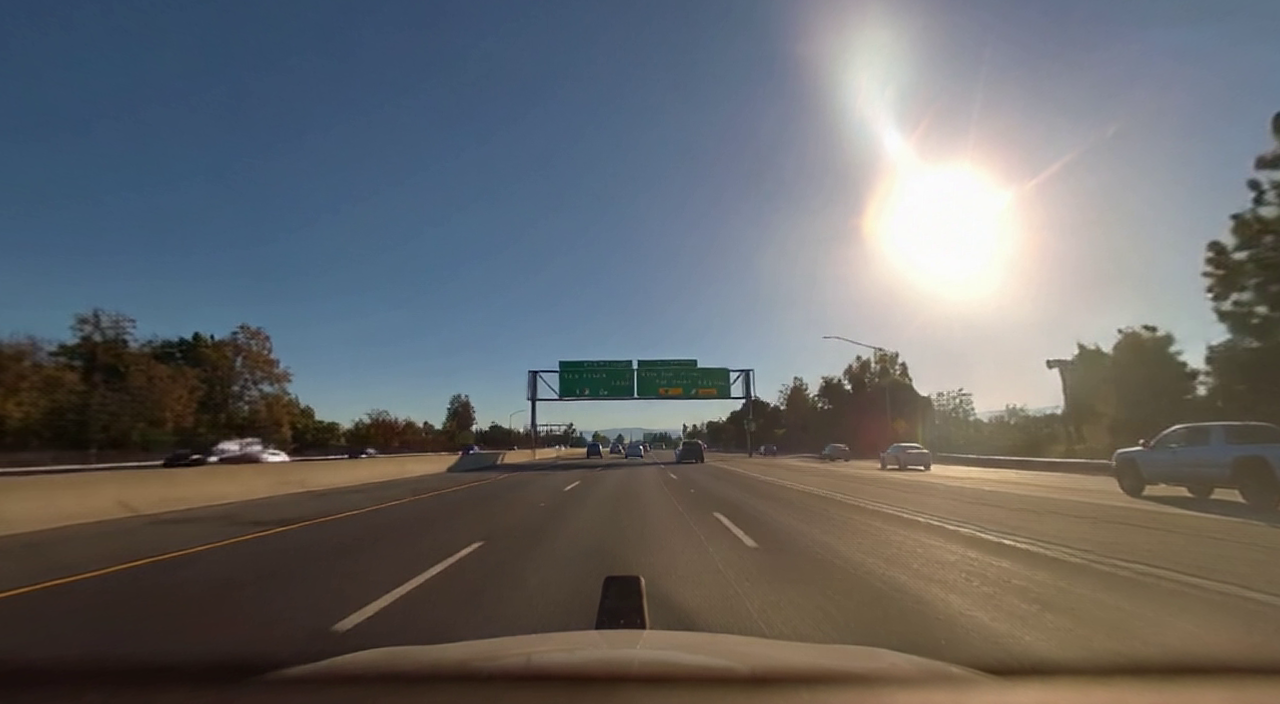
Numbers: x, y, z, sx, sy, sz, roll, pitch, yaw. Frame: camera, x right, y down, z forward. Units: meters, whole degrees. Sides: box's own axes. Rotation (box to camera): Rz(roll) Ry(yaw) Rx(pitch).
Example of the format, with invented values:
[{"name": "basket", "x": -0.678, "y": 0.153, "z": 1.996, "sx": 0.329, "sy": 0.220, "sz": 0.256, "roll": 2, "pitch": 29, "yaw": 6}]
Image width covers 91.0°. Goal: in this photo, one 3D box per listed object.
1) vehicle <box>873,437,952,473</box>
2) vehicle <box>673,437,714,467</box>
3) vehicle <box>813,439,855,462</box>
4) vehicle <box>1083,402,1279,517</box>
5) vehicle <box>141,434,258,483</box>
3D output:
[{"name": "vehicle", "x": 14.264, "y": 5.407, "z": 33.291, "sx": 2.116, "sy": 1.754, "sz": 4.727, "roll": 0, "pitch": -9, "yaw": 1}, {"name": "vehicle", "x": 3.371, "y": 6.421, "z": 40.561, "sx": 2.147, "sy": 1.794, "sz": 4.538, "roll": 0, "pitch": -9, "yaw": 0}, {"name": "vehicle", "x": 15.223, "y": 7.795, "z": 49.699, "sx": 2.020, "sy": 1.707, "sz": 4.424, "roll": 0, "pitch": -9, "yaw": 2}, {"name": "vehicle", "x": 13.441, "y": 2.385, "z": 14.152, "sx": 2.442, "sy": 2.140, "sz": 6.462, "roll": 0, "pitch": -9, "yaw": 2}, {"name": "vehicle", "x": -21.719, "y": 5.266, "z": 31.392, "sx": 2.114, "sy": 2.191, "sz": 5.068, "roll": 0, "pitch": -9, "yaw": 0}]
